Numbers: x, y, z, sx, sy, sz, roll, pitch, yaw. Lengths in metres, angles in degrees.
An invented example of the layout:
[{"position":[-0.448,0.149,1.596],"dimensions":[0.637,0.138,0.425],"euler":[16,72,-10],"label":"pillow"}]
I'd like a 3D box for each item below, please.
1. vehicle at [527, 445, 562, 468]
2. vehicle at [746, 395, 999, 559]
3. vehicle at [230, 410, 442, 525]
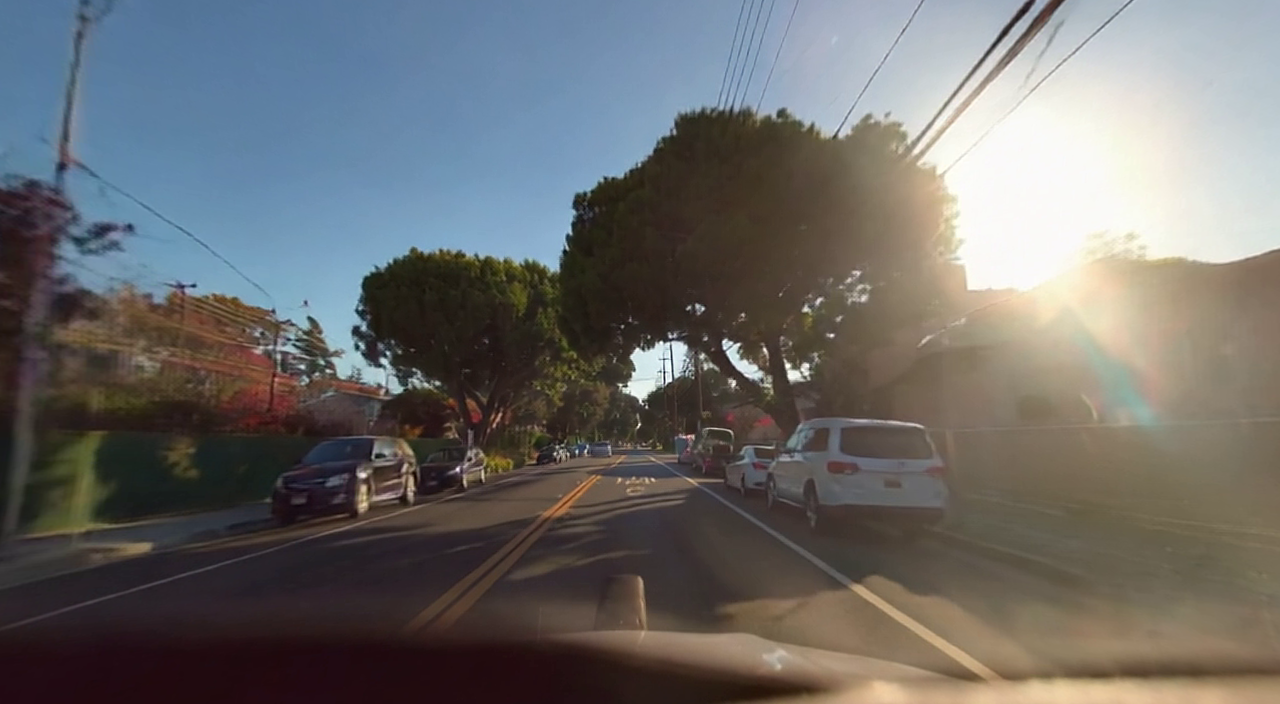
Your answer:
[{"position":[-6.742,7.391,44.951],"dimensions":[1.866,1.487,4.416],"euler":[-1,-8,-1],"label":"vehicle"},{"position":[3.333,1.944,10.605],"dimensions":[2.053,2.005,5.495],"euler":[0,-8,-1],"label":"vehicle"},{"position":[-6.645,2.593,14.769],"dimensions":[2.268,2.154,5.321],"euler":[0,-9,0],"label":"vehicle"}]
